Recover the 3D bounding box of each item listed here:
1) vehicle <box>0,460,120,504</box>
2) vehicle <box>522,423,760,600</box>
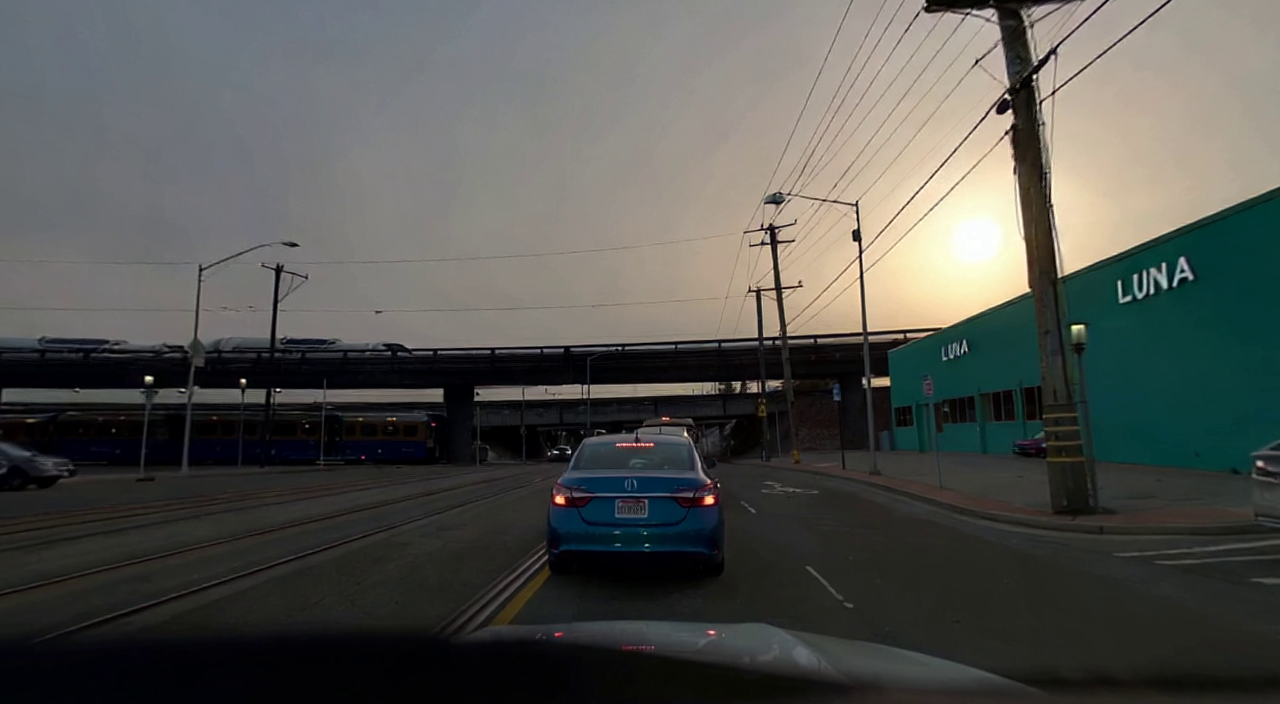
[{"bbox_3d":[-21.929,4.673,22.835,4.566,1.453,1.935,-1,-9,5],"label":"vehicle"},{"bbox_3d":[0.093,1.709,7.618,2.090,1.518,4.033,-1,-9,3],"label":"vehicle"}]
